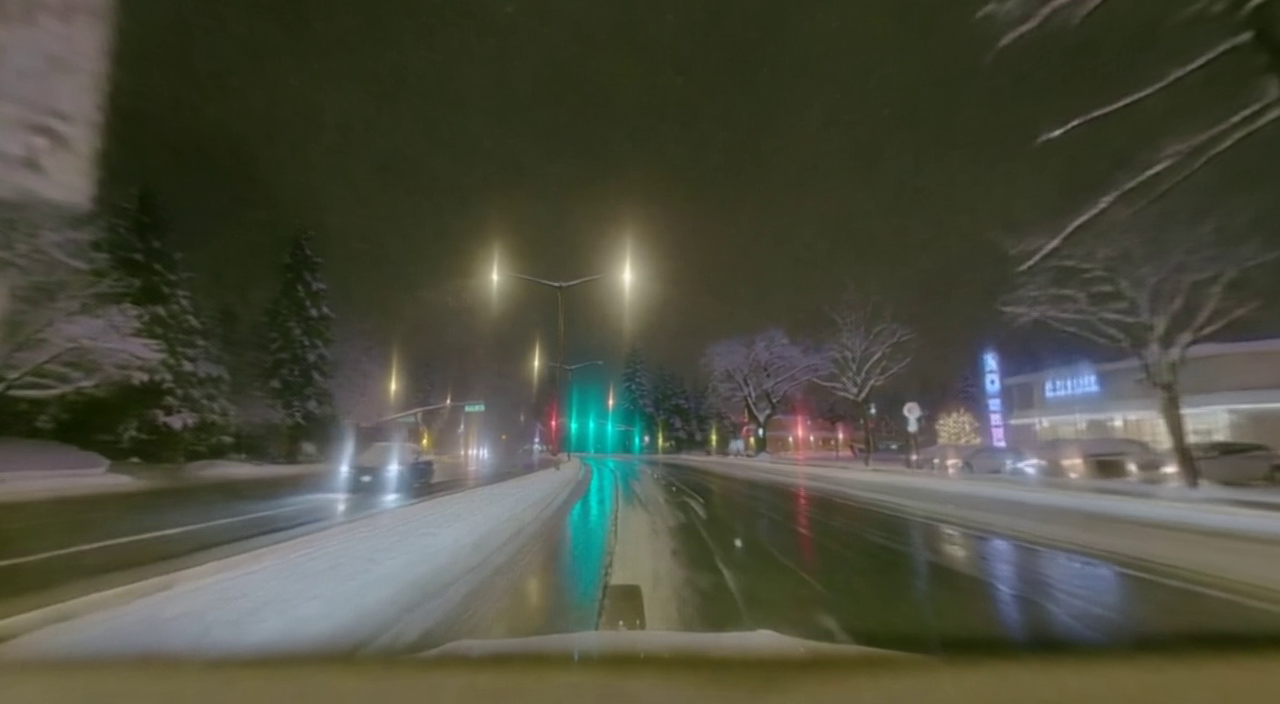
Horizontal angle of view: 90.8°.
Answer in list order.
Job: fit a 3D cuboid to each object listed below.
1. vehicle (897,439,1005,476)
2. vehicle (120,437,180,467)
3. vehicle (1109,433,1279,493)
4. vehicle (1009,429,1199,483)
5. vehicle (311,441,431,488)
[{"bbox_3d":[16.389,5.564,33.463,4.660,1.814,2.099,1,-9,-9],"label":"vehicle"},{"bbox_3d":[-32.603,6.683,42.206,2.072,1.840,5.198,4,-10,-26],"label":"vehicle"},{"bbox_3d":[17.731,3.485,19.703,4.481,1.685,2.195,1,-10,-3],"label":"vehicle"},{"bbox_3d":[16.456,3.710,22.641,4.919,1.785,2.460,1,-9,-4],"label":"vehicle"},{"bbox_3d":[-9.266,3.917,22.269,2.094,1.485,4.446,-1,-9,3],"label":"vehicle"}]
